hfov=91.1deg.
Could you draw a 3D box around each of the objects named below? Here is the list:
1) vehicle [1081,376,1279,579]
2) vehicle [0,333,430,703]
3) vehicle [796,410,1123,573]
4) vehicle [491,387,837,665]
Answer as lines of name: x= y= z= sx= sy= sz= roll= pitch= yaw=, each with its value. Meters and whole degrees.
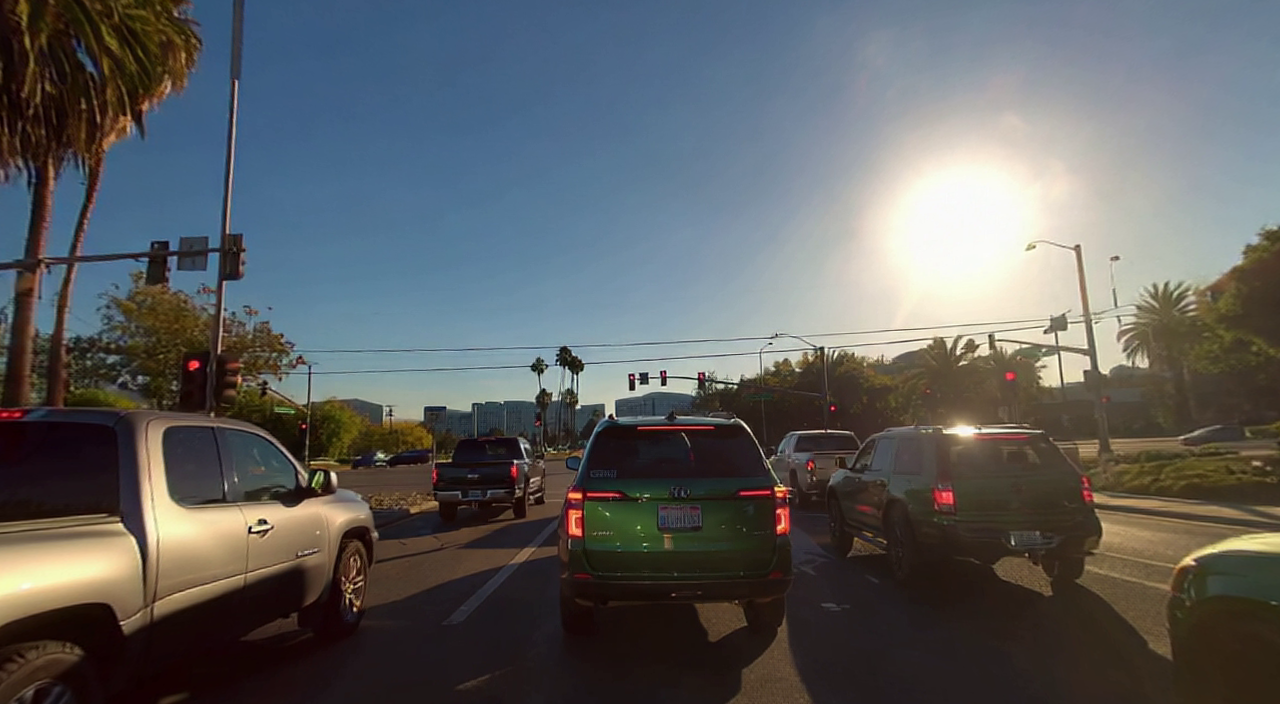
vehicle: x=7.318 y=1.179 z=5.825 sx=2.337 sy=1.925 sz=5.728 roll=0 pitch=-8 yaw=1
vehicle: x=-3.154 y=1.082 z=3.904 sx=2.171 sy=1.702 sz=4.416 roll=0 pitch=-9 yaw=0
vehicle: x=4.028 y=1.861 z=9.289 sx=2.072 sy=1.704 sz=5.170 roll=0 pitch=-9 yaw=-1
vehicle: x=0.178 y=1.377 z=6.019 sx=2.123 sy=1.704 sz=4.128 roll=0 pitch=-9 yaw=1
